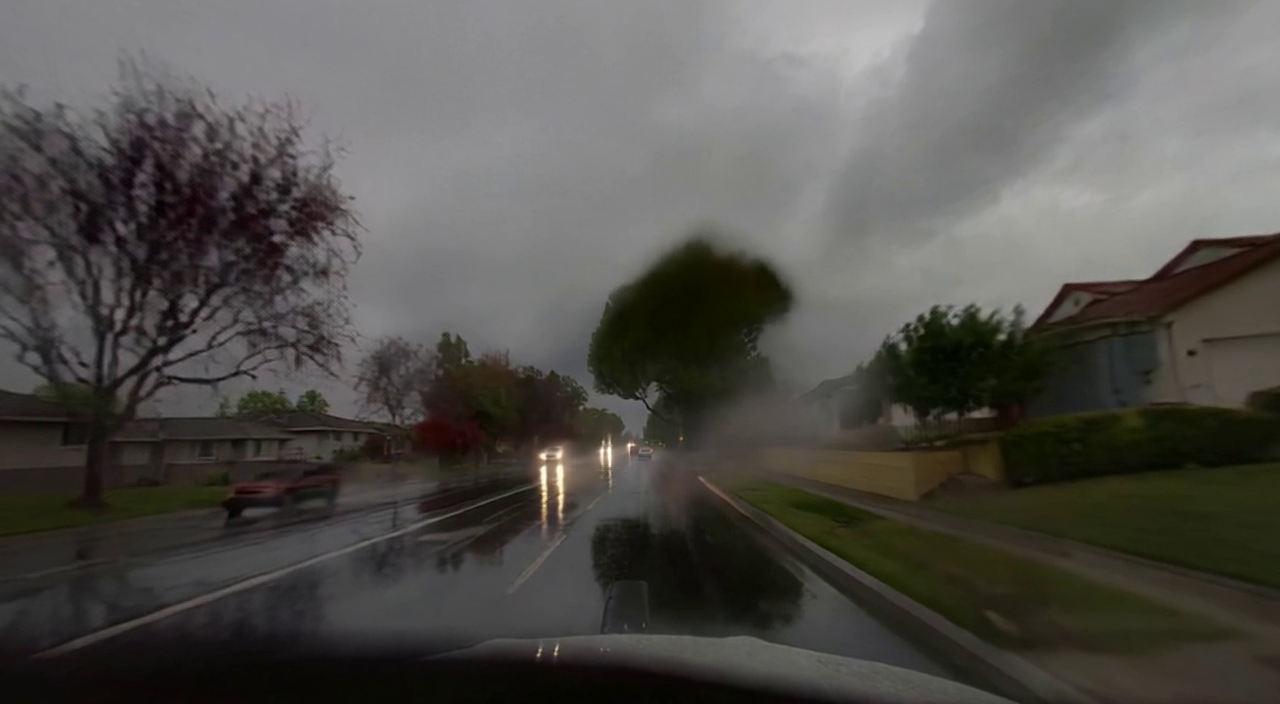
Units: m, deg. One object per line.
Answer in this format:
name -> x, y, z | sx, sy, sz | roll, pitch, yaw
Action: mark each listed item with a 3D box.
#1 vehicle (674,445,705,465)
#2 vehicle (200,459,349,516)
vehicle -> 3.817, 7.959, 48.908 | 2.011, 1.507, 4.769 | 0, -9, 0
vehicle -> -11.628, 4.306, 20.518 | 1.947, 1.513, 4.710 | 0, -9, 1
